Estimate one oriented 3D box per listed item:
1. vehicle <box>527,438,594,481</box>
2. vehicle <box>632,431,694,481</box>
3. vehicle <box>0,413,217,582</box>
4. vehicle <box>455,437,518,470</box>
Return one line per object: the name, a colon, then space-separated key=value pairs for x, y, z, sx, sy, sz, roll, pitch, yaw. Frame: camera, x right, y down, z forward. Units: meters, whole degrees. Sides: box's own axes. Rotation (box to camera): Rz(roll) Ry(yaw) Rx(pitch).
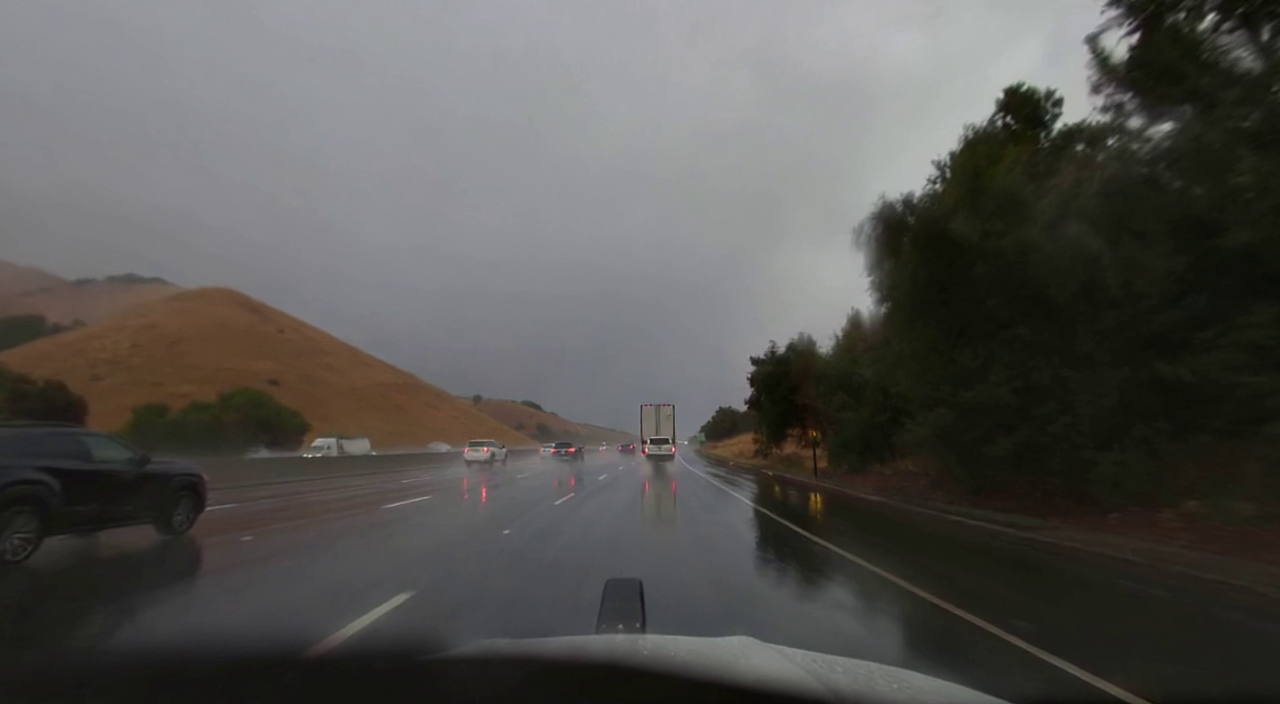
vehicle: x=-3.302 y=4.576 z=27.147 sx=2.155 sy=1.661 sz=4.477 roll=0 pitch=-9 yaw=2
vehicle: x=0.873 y=4.166 z=25.416 sx=2.281 sy=1.795 sz=4.297 roll=0 pitch=-9 yaw=1
vehicle: x=-7.352 y=1.527 z=6.858 sx=2.101 sy=1.648 sz=4.728 roll=0 pitch=-9 yaw=1
vehicle: x=-10.153 y=6.766 z=42.296 sx=2.421 sy=2.025 sz=6.236 roll=0 pitch=-9 yaw=3
